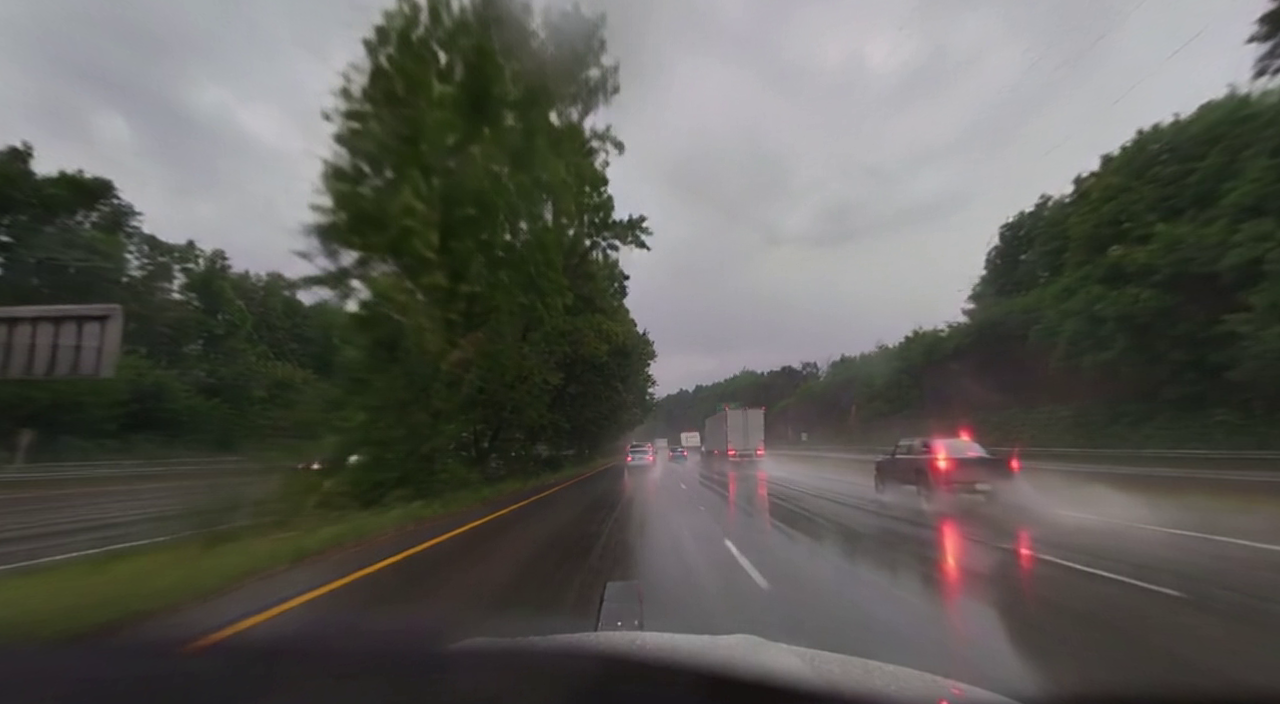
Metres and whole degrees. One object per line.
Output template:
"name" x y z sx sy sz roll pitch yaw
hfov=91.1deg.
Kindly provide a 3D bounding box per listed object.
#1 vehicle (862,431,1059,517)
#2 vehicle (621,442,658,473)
"vehicle" 7.019 2.719 14.517 2.011 1.638 4.737 0 -9 0
"vehicle" -0.009 6.373 38.155 2.114 1.706 4.106 0 -9 1
